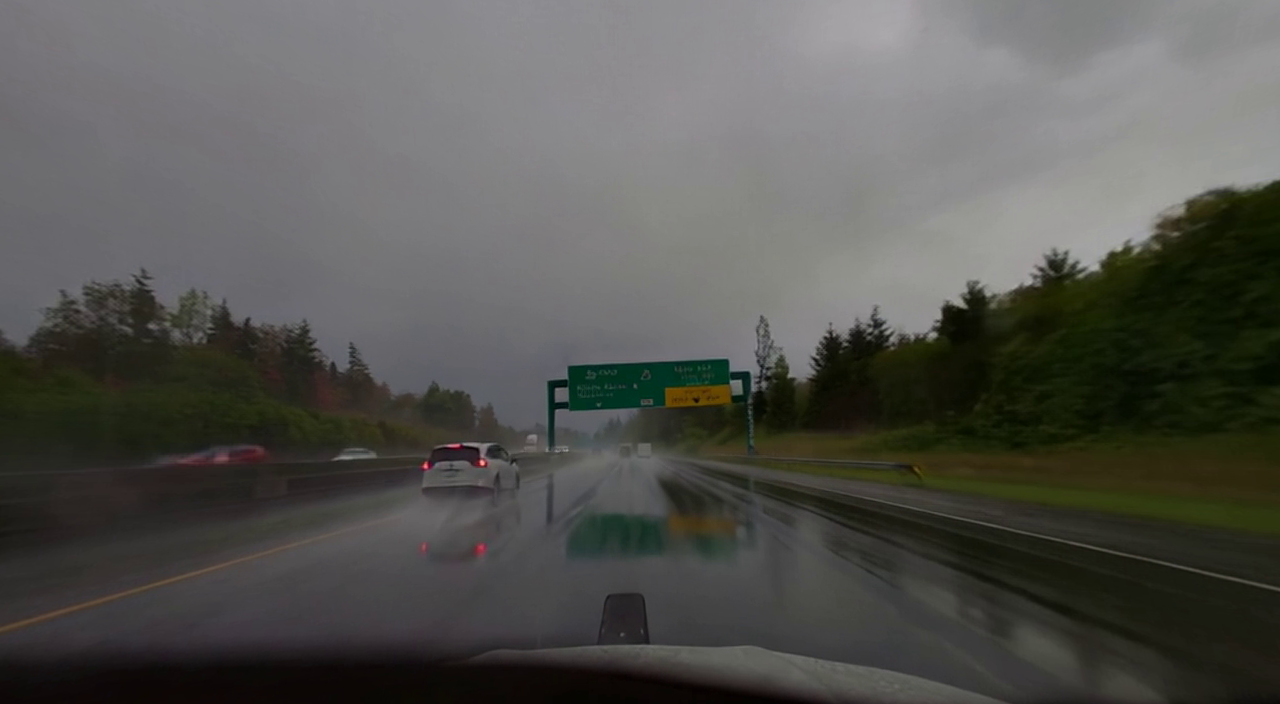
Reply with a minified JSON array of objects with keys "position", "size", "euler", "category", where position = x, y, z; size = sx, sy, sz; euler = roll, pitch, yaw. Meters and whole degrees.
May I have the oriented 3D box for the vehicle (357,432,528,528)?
[{"position":[-3.710,2.500,12.854],"size":[2.028,1.584,4.481],"euler":[0,-9,0],"category":"vehicle"}]
